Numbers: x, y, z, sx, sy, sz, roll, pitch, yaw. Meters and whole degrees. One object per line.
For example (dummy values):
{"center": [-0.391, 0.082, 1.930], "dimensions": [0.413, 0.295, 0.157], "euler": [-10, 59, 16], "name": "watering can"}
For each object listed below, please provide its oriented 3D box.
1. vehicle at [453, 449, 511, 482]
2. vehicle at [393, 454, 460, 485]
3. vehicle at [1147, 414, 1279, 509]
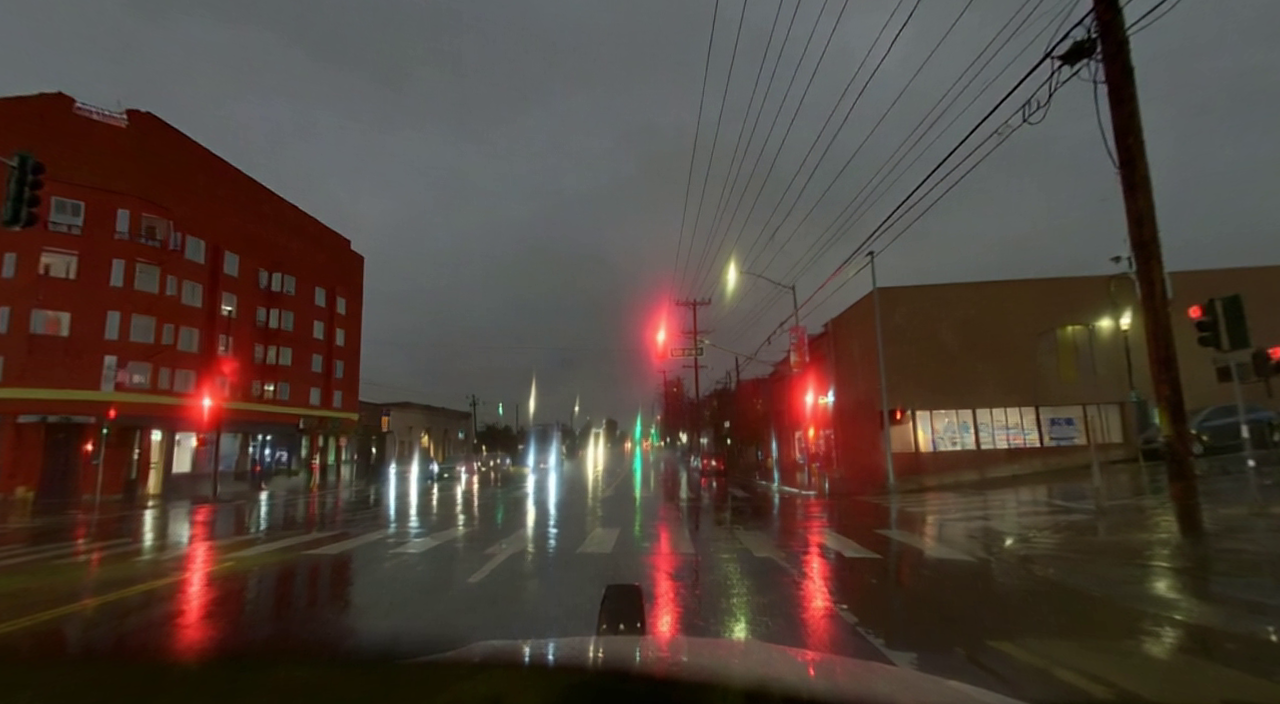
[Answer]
{"center": [-8.723, 6.296, 35.140], "dimensions": [2.020, 1.672, 3.842], "euler": [0, -9, 3], "name": "vehicle"}
{"center": [-12.031, 6.618, 35.808], "dimensions": [1.943, 1.574, 4.727], "euler": [0, -9, 3], "name": "vehicle"}
{"center": [12.781, 2.197, 12.775], "dimensions": [3.234, 1.746, 1.941], "euler": [0, -9, 1], "name": "vehicle"}
